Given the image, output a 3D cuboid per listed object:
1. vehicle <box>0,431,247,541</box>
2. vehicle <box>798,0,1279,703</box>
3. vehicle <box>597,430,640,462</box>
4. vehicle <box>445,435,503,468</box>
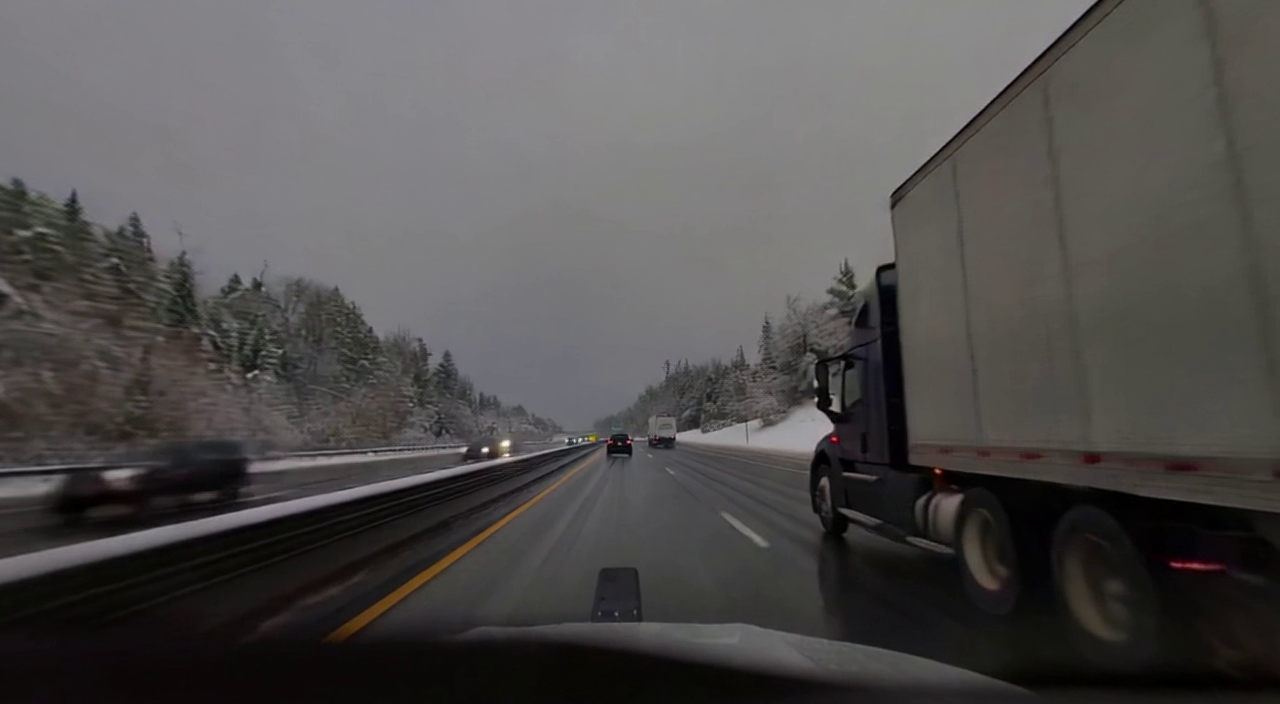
[{"bbox_3d":[-10.416,2.549,12.851,1.996,1.822,4.451,0,-8,-2],"label":"vehicle"},{"bbox_3d":[4.055,0.045,4.975,2.955,3.940,9.037,0,-8,-2],"label":"vehicle"},{"bbox_3d":[-1.078,4.882,32.822,2.095,1.557,3.963,0,-8,-1],"label":"vehicle"},{"bbox_3d":[-9.356,5.642,35.972,2.131,1.735,4.711,0,-8,-1],"label":"vehicle"}]
